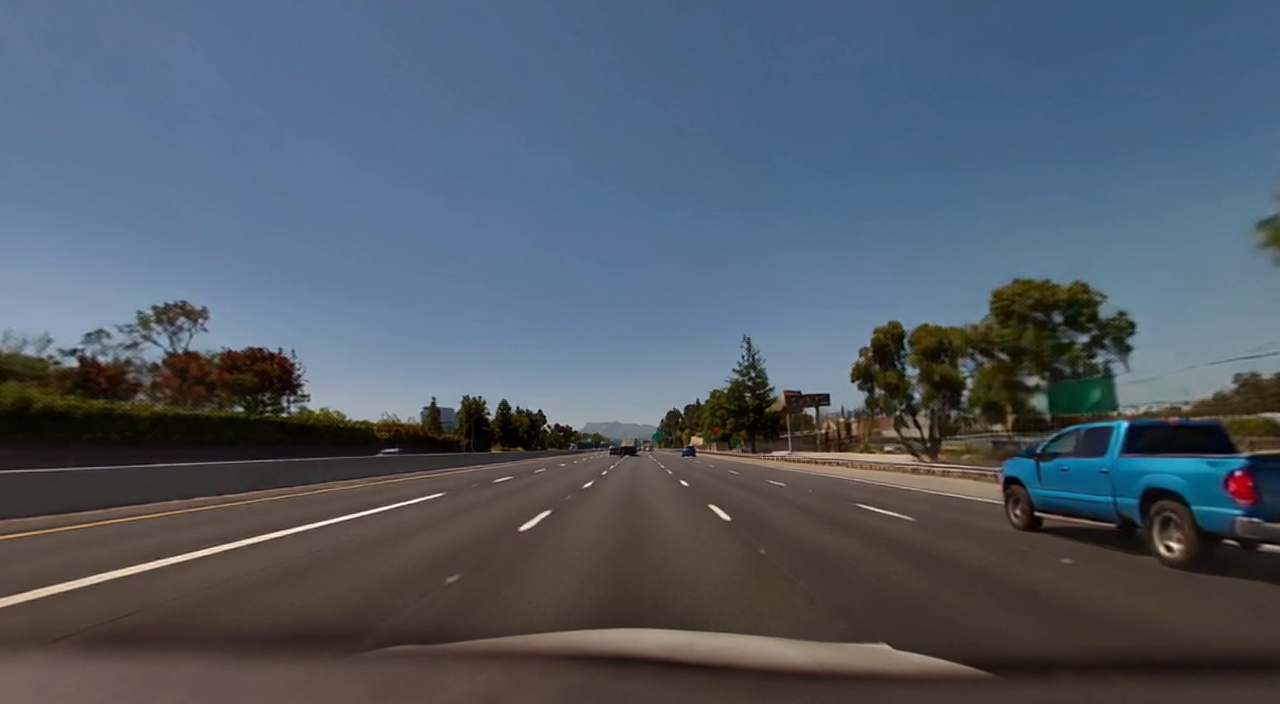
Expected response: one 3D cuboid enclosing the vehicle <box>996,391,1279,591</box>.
[{"bbox_3d":[6.769,1.557,7.705,2.096,1.767,4.601,0,-9,0],"label":"vehicle"}]
